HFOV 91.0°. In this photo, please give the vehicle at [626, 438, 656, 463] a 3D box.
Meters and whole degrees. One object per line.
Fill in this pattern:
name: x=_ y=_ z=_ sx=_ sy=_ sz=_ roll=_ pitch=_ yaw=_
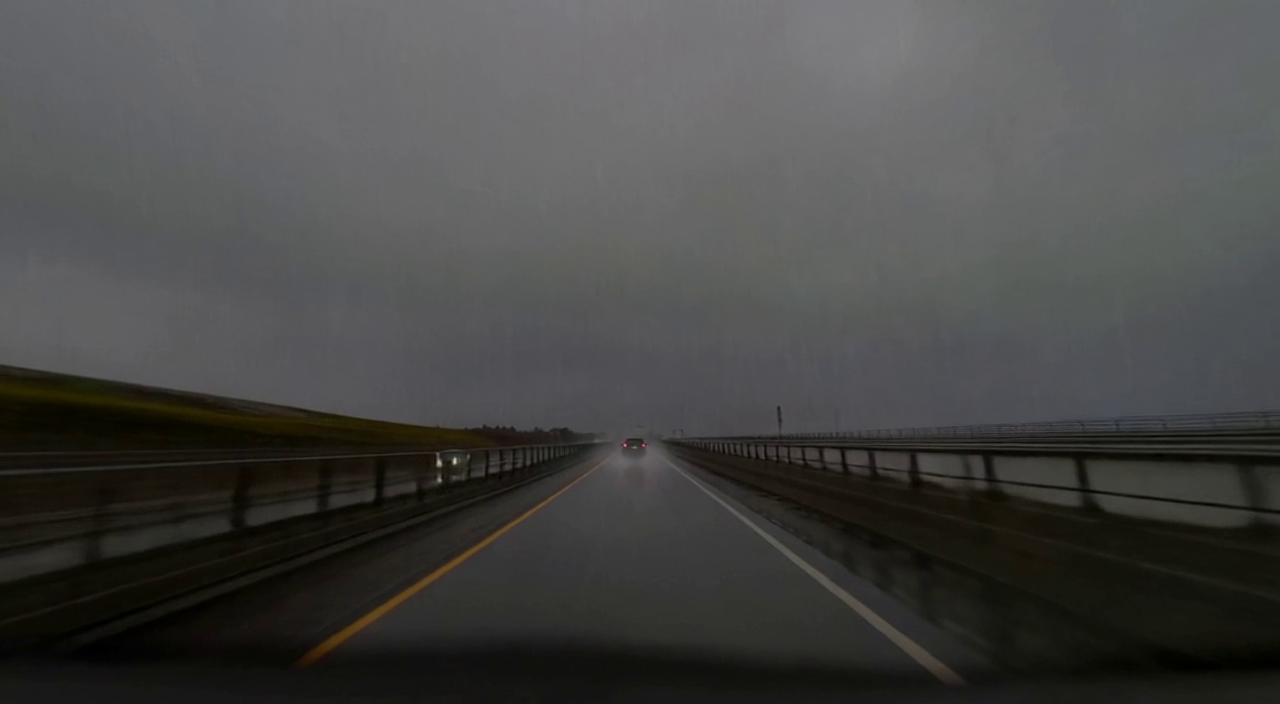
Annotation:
vehicle: x=0.022 y=7.020 z=44.954 sx=2.059 sy=1.696 sz=4.165 roll=0 pitch=-8 yaw=-1
